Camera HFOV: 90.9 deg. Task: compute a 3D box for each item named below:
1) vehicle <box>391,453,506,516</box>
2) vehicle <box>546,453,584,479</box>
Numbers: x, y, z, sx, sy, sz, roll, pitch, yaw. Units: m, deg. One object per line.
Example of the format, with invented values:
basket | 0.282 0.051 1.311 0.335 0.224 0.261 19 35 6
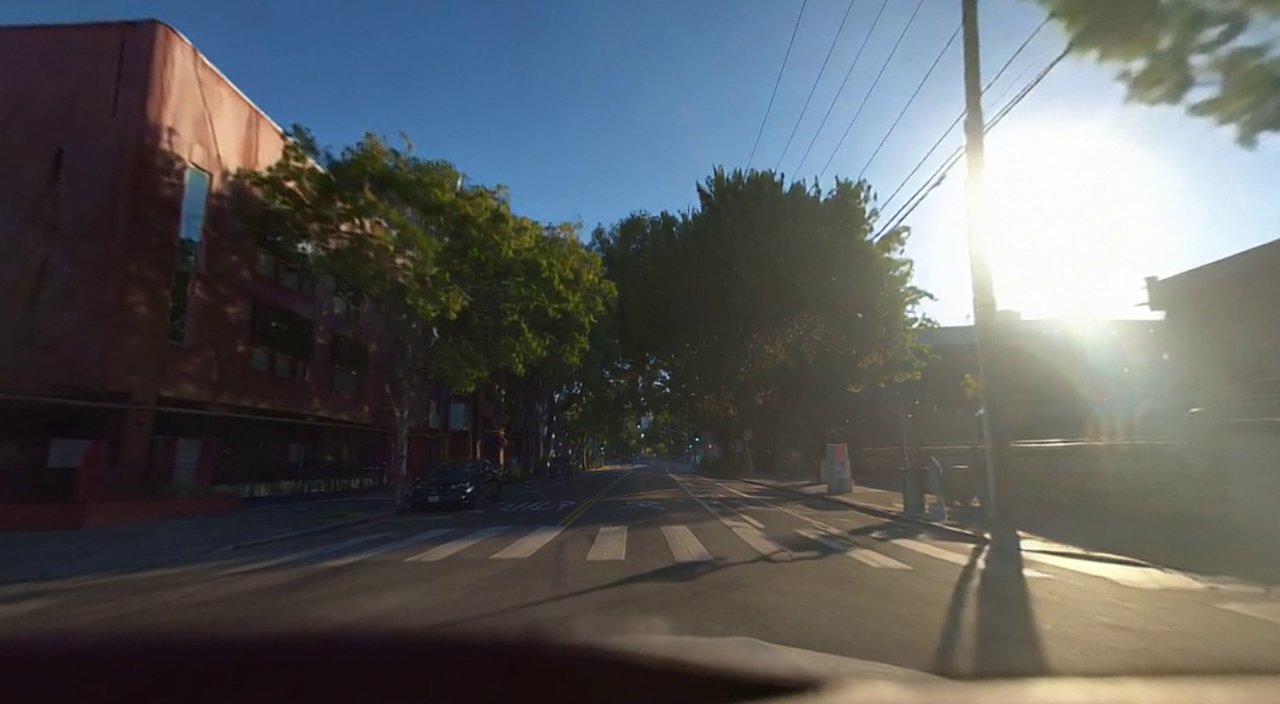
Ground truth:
vehicle | -5.815 4.053 19.860 2.223 1.658 4.621 0 -8 0
vehicle | -5.467 8.380 46.535 2.147 1.701 4.879 0 -8 1
